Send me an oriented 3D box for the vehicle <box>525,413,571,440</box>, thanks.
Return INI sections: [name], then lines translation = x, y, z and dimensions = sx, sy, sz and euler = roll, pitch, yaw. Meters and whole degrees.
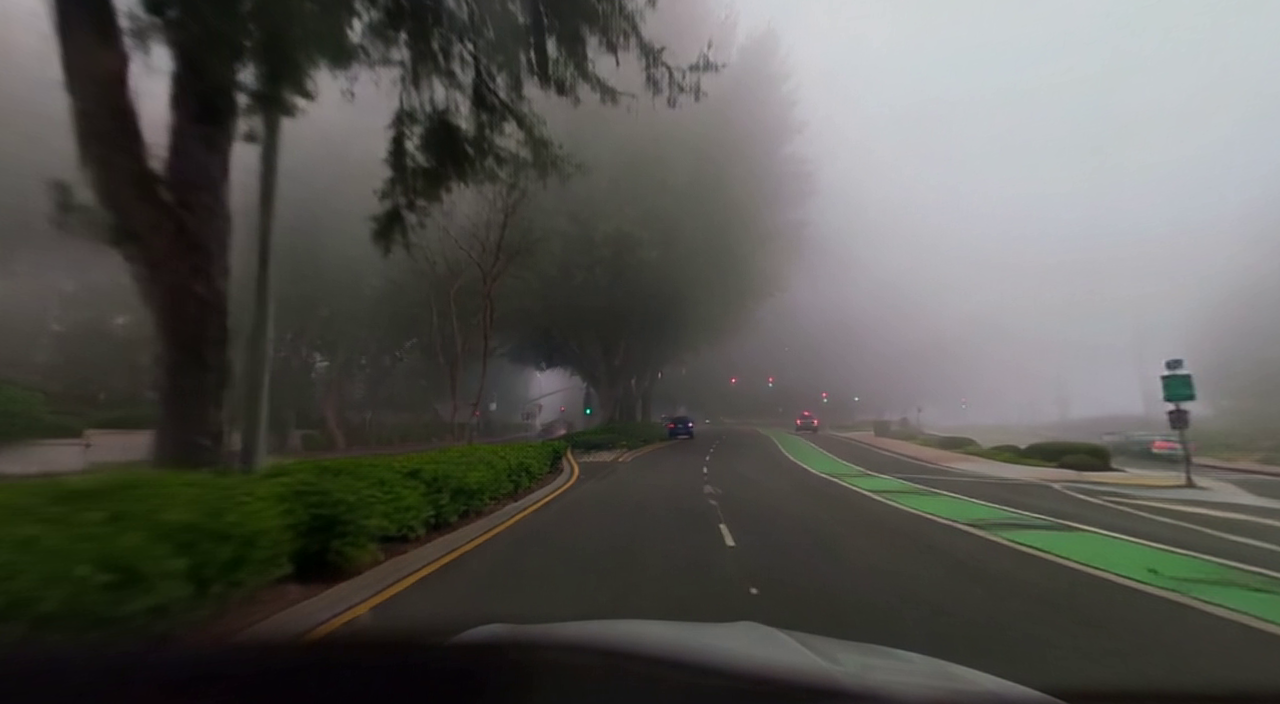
[vehicle]
translation = -6.828, 5.632, 47.483
dimensions = 2.182, 1.843, 4.604
euler = -1, -9, 8
